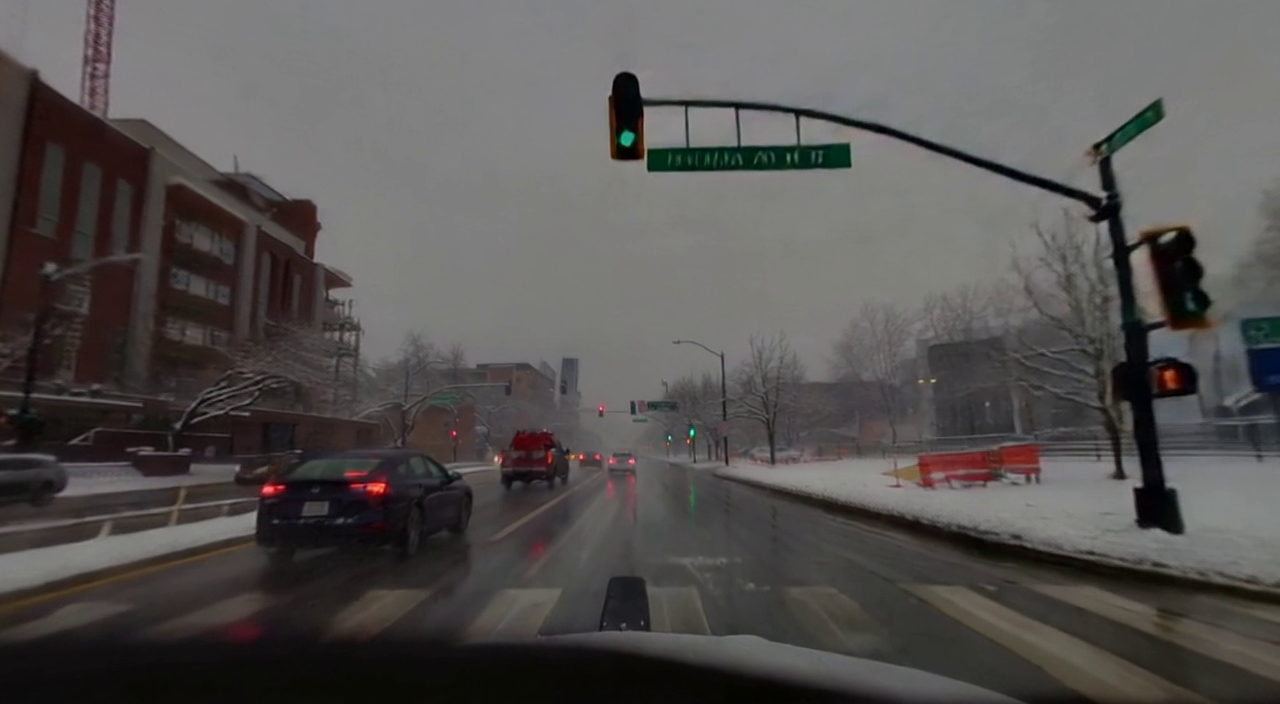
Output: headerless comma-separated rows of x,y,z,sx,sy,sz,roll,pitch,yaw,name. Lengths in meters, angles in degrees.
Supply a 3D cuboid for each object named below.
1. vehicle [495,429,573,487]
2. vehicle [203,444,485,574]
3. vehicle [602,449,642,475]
-4.051,4.151,24.928,2.240,2.054,4.662,0,-9,0,vehicle
-3.806,2.069,9.223,1.959,1.406,4.527,0,-9,-1,vehicle
-0.983,6.311,36.412,2.171,1.422,4.146,0,-9,-1,vehicle
